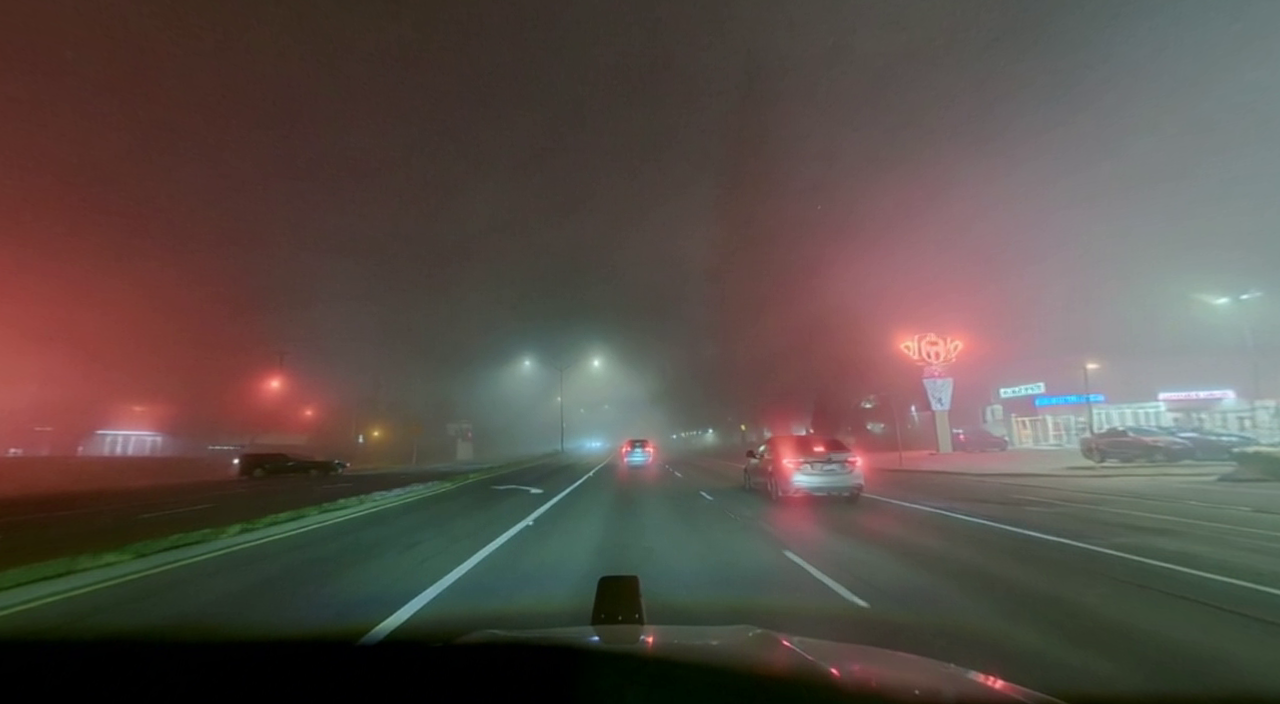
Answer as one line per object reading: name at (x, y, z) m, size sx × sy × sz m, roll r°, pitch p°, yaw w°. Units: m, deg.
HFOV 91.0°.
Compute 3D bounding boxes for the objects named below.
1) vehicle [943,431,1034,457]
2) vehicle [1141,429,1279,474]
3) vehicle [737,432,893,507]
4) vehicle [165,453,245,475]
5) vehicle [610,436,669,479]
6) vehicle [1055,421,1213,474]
vehicle at (20.531, 5.417, 37.145) m, size 4.296 × 1.496 × 1.891 m, roll 1°, pitch -9°, yaw -8°
vehicle at (21.589, 3.617, 22.964) m, size 4.763 × 1.544 × 2.047 m, roll 0°, pitch -8°, yaw 2°
vehicle at (3.807, 2.652, 14.734) m, size 2.153 × 1.456 × 4.705 m, roll 0°, pitch -8°, yaw -2°
vehicle at (-29.837, 7.673, 43.213) m, size 4.155 × 1.486 × 1.706 m, roll 0°, pitch -8°, yaw -2°
vehicle at (-0.062, 3.827, 23.065) m, size 1.998 × 1.452 × 3.773 m, roll 0°, pitch -8°, yaw -1°
vehicle at (20.483, 3.980, 26.266) m, size 4.697 × 1.832 × 2.092 m, roll -4°, pitch -9°, yaw -1°
